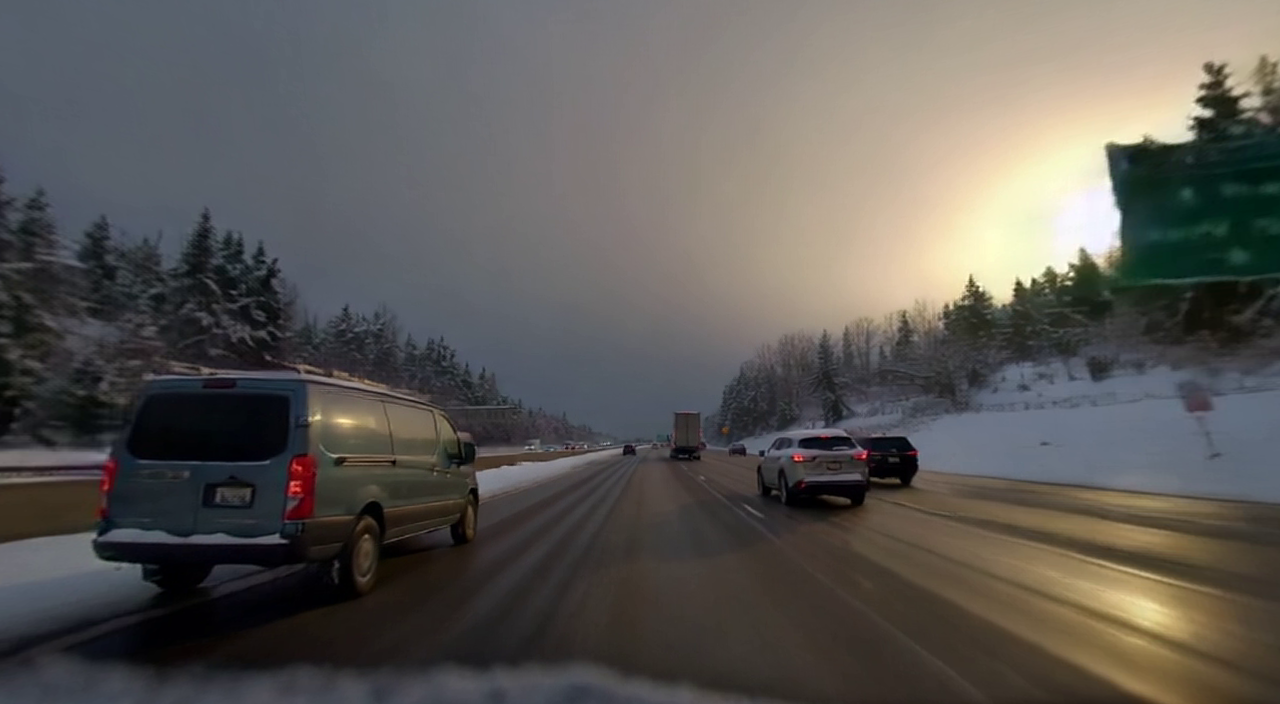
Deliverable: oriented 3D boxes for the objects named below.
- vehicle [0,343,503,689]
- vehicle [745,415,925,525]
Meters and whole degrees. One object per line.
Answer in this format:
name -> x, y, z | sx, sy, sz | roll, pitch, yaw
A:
vehicle -> -3.114, 1.296, 6.270 | 2.159, 1.922, 5.345 | 0, -8, 1
vehicle -> 3.728, 2.367, 13.206 | 2.209, 1.862, 4.717 | 0, -8, 0
